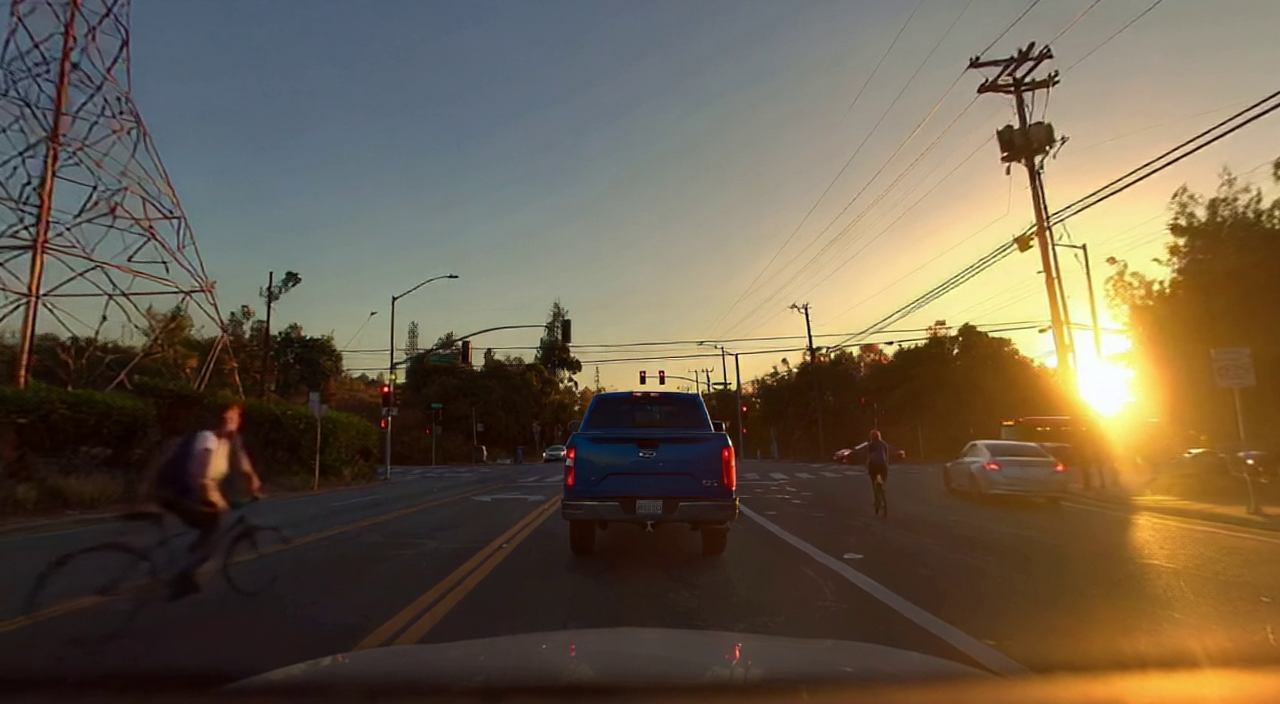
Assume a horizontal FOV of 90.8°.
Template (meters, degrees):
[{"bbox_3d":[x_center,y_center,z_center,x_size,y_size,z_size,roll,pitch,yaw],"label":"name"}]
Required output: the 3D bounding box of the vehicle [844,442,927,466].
[{"bbox_3d":[15.944,6.642,41.240,4.578,1.490,1.935,-1,-8,3],"label":"vehicle"}]

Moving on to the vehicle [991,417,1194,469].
[{"bbox_3d":[29.258,5.959,41.269,10.726,3.128,3.003,-1,-8,1],"label":"vehicle"}]

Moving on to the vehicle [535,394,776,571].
[{"bbox_3d":[0.129,1.875,9.957,2.707,1.964,5.485,0,-8,-1],"label":"vehicle"}]

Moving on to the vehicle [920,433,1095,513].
[{"bbox_3d":[8.027,2.650,14.381,2.060,1.496,4.520,-2,-9,12],"label":"vehicle"}]

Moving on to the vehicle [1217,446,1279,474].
[{"bbox_3d":[41.373,7.022,41.257,5.426,1.728,1.999,0,-8,-2],"label":"vehicle"}]
